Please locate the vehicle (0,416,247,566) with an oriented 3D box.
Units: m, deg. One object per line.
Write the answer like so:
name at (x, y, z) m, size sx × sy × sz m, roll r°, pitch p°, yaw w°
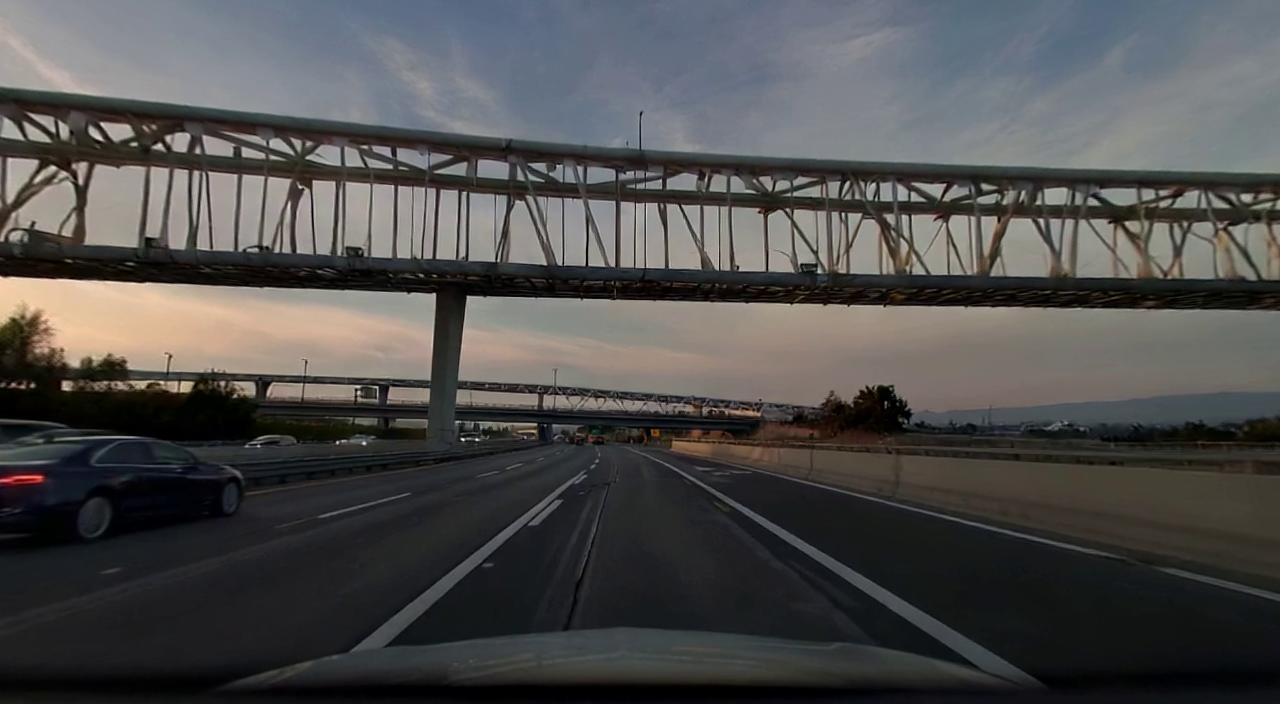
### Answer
vehicle at (-7.377, 1.631, 8.043) m, size 1.979 × 1.476 × 4.324 m, roll 0°, pitch -8°, yaw -1°
